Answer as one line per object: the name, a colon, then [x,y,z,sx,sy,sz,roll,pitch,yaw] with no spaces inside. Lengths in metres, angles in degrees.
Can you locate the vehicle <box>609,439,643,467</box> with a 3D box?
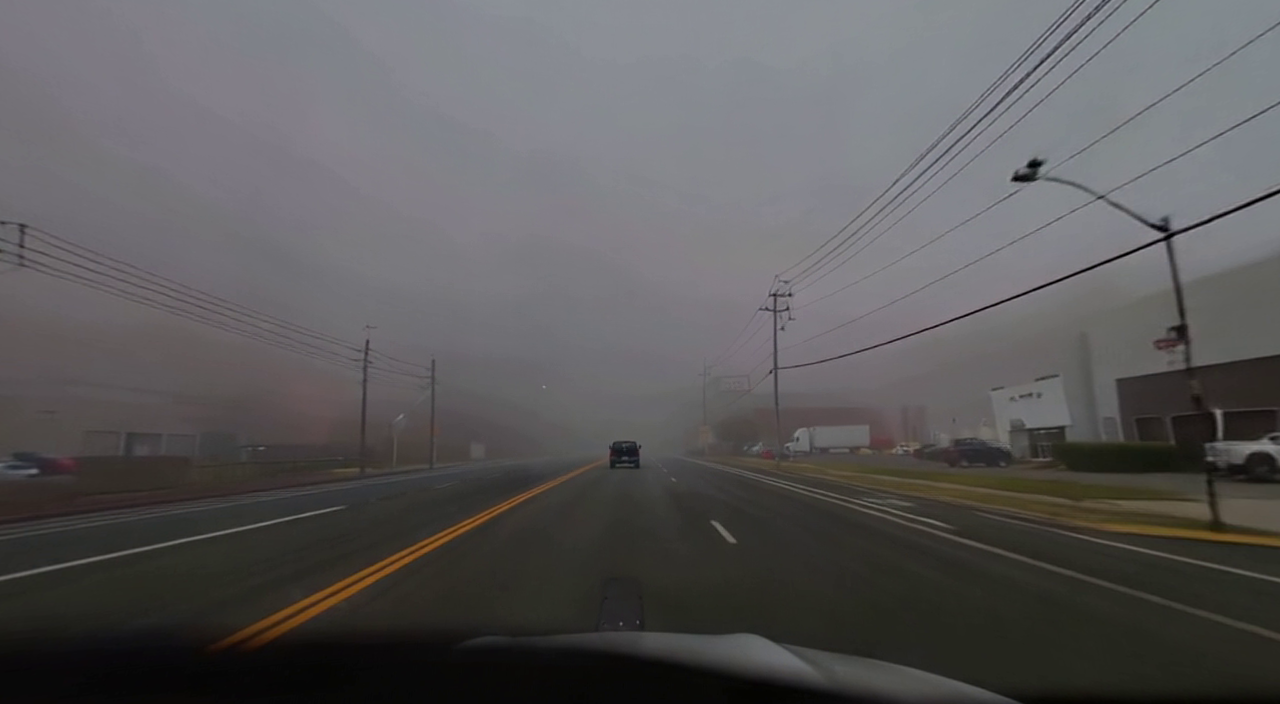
vehicle: [-0.801,6.095,38.191,1.937,1.588,3.746,0,-8,0]

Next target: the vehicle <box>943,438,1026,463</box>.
vehicle: [24.856,7.129,45.745,4.805,1.781,1.974,0,-8,0]
